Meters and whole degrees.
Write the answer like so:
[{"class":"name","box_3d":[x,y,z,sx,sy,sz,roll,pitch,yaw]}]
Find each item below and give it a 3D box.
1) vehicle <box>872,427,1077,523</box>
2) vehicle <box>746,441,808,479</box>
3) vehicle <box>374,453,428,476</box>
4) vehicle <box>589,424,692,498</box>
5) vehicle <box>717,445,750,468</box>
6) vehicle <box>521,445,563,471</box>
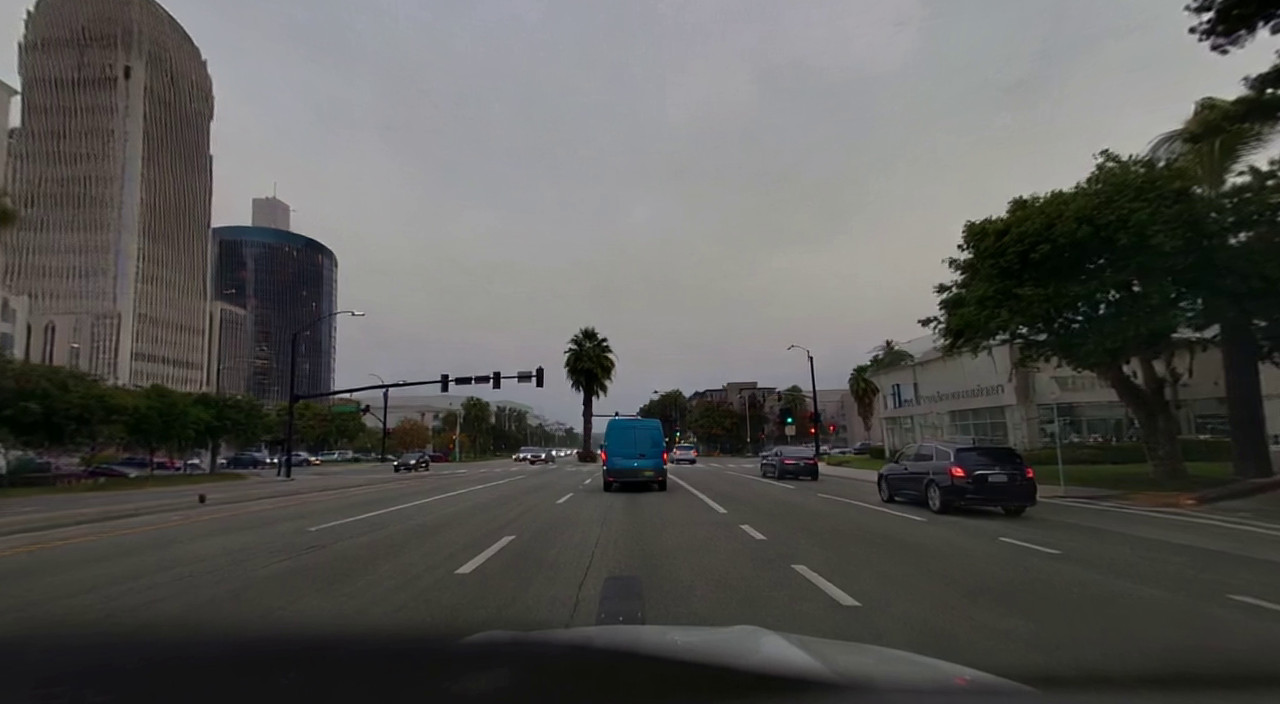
[{"class":"vehicle","box_3d":[7.122,2.647,14.167,2.023,1.771,4.488,0,-9,-2]},{"class":"vehicle","box_3d":[6.617,5.269,31.103,1.931,1.692,4.267,0,-9,-2]},{"class":"vehicle","box_3d":[-17.011,8.016,45.209,1.953,1.480,4.632,0,-9,1]},{"class":"vehicle","box_3d":[-0.057,3.434,20.308,2.848,1.991,5.706,0,-9,-1]},{"class":"vehicle","box_3d":[7.095,7.937,48.258,1.953,1.665,4.327,0,-9,1]},{"class":"vehicle","box_3d":[-6.760,7.335,43.964,2.109,1.653,4.681,0,-9,1]}]
